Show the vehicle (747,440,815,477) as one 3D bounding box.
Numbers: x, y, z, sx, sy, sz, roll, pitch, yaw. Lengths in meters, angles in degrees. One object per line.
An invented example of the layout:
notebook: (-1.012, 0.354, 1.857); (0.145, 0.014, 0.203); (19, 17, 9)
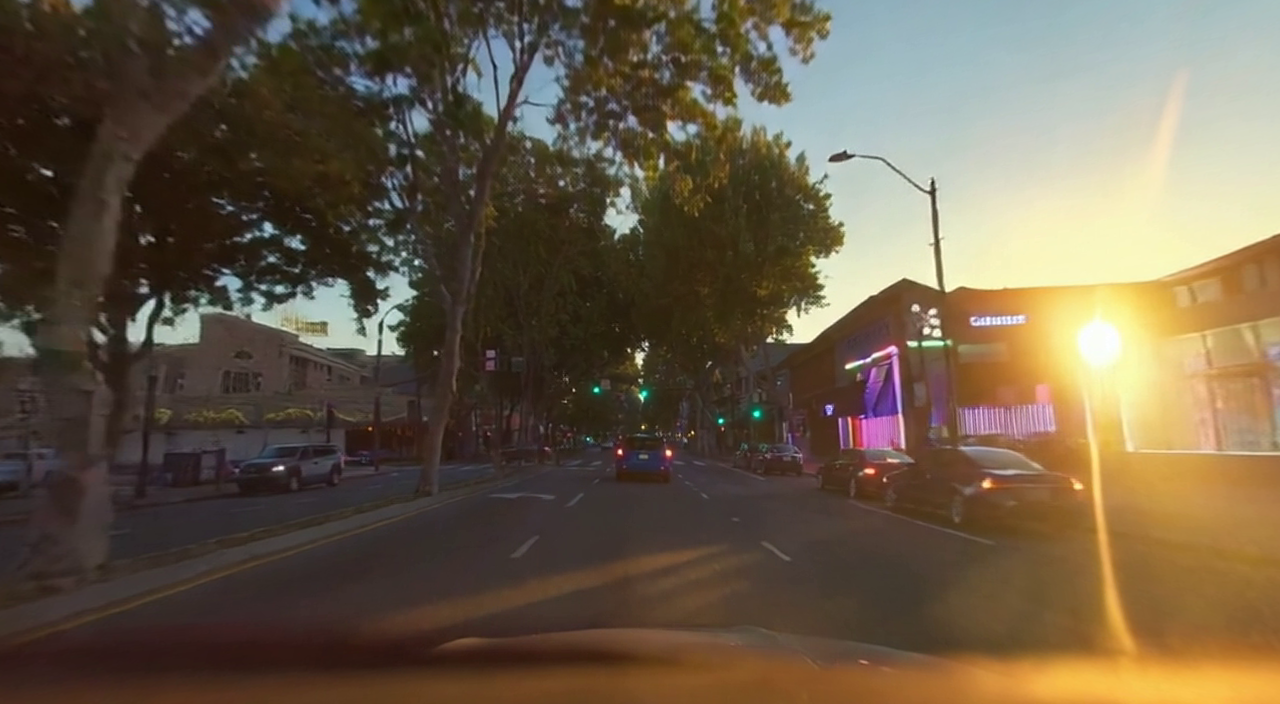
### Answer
vehicle: (6.227, 4.738, 28.430); (1.986, 1.515, 4.265); (0, -8, -1)

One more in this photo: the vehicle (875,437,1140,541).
vehicle: (6.218, 2.348, 11.569); (2.048, 1.484, 4.709); (0, -8, 1)

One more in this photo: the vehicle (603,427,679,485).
vehicle: (-0.021, 3.596, 22.135); (2.382, 1.796, 4.610); (0, -8, -1)

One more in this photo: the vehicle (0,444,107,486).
vehicle: (-28.210, 5.202, 29.321); (4.767, 1.843, 2.339); (0, -8, 1)

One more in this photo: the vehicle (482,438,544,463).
vehicle: (-9.581, 7.388, 47.615); (4.427, 1.757, 2.125); (-7, -11, 37)

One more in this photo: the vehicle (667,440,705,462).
vehicle: (3.129, 6.833, 43.753); (2.209, 1.478, 4.138); (0, -8, -1)

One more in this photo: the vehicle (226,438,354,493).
vehicle: (-13.944, 4.532, 25.674); (2.197, 1.985, 5.183); (0, -8, 0)
